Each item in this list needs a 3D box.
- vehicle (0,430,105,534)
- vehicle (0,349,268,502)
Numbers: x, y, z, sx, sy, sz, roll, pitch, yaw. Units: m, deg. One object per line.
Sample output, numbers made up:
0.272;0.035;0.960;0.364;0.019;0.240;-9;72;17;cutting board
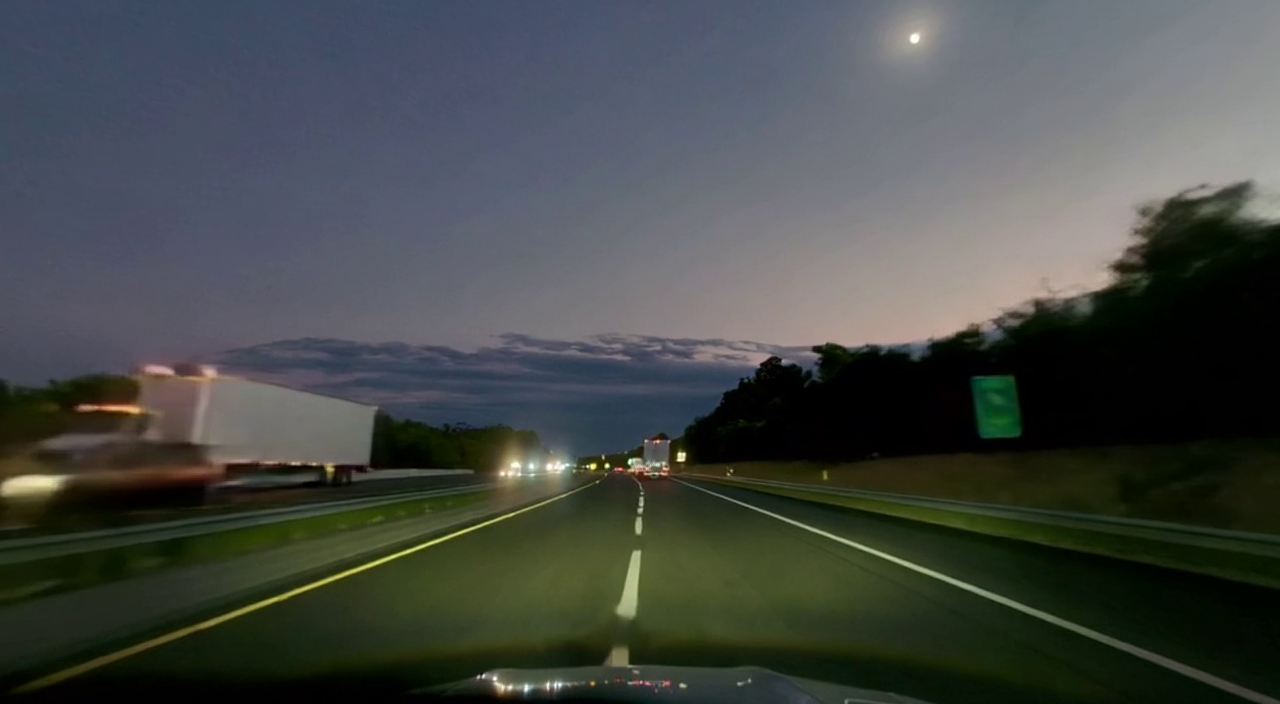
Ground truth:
-10.908;1.910;9.311;1.919;1.589;4.558;1;-11;0;vehicle
-15.260;2.442;19.797;3.462;4.089;5.413;1;-11;1;vehicle
